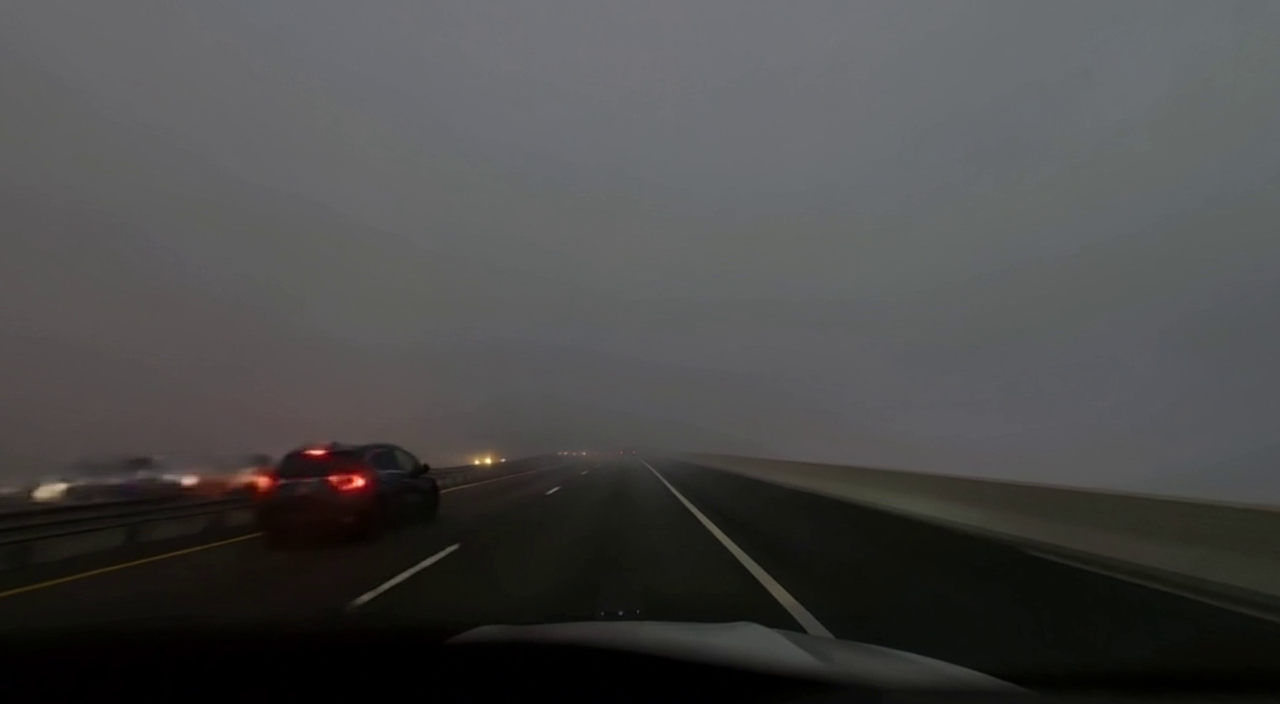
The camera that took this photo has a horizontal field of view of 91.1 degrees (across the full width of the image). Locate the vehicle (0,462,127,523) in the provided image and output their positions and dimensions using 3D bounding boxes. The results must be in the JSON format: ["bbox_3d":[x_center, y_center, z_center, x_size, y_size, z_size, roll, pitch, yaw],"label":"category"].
[{"bbox_3d":[-17.146,3.921,17.908,1.843,1.455,3.770,0,-9,-1],"label":"vehicle"}]

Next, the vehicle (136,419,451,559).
[{"bbox_3d":[-4.652,1.907,9.501,2.139,1.577,4.546,0,-9,0],"label":"vehicle"}]
